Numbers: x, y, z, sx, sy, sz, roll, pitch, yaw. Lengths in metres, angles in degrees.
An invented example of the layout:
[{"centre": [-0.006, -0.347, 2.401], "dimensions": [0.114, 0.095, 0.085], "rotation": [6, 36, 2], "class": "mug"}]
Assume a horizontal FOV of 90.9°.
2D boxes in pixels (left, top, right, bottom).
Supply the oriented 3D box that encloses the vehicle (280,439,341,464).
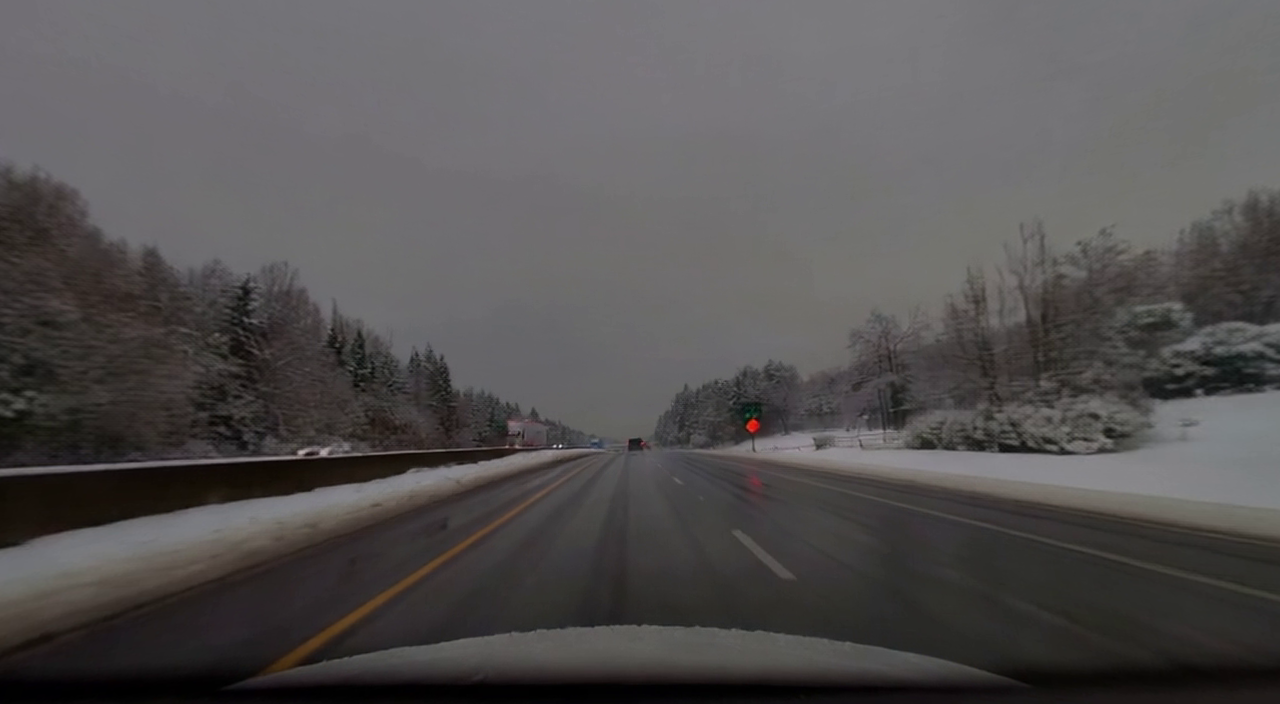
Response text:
[{"centre": [-21.332, 6.430, 40.951], "dimensions": [1.862, 1.476, 3.886], "rotation": [0, -7, 0], "class": "vehicle"}]
